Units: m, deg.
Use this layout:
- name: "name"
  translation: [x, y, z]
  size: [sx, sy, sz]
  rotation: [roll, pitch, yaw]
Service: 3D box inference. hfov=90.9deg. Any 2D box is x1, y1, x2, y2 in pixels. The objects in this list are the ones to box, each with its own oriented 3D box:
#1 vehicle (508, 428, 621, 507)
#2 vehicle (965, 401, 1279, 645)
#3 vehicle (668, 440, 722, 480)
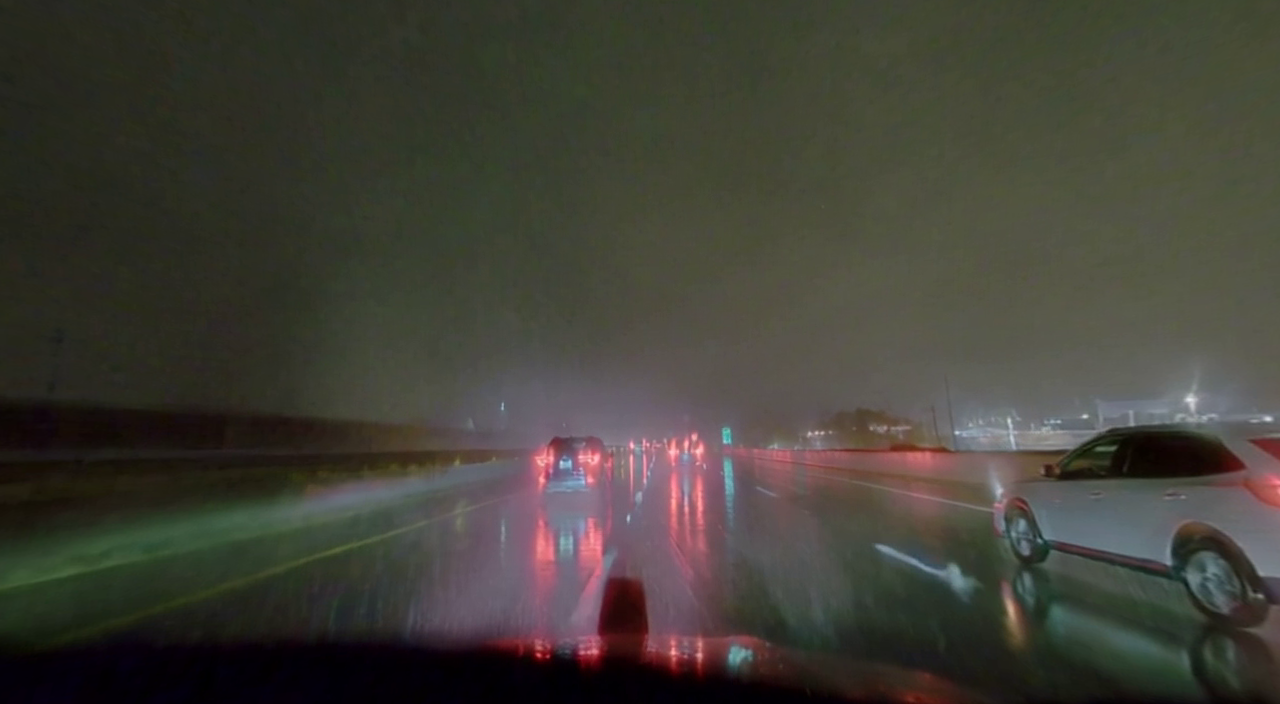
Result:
- name: "vehicle"
  translation: [-1.793, 2.972, 16.710]
  size: [2.239, 1.761, 4.620]
  rotation: [-1, -8, 2]
- name: "vehicle"
  translation: [5.273, 1.390, 5.951]
  size: [2.027, 1.588, 4.611]
  rotation: [-1, -8, 2]
- name: "vehicle"
  translation: [2.232, 4.511, 26.663]
  size: [2.000, 1.558, 3.945]
  rotation: [0, -8, 1]
